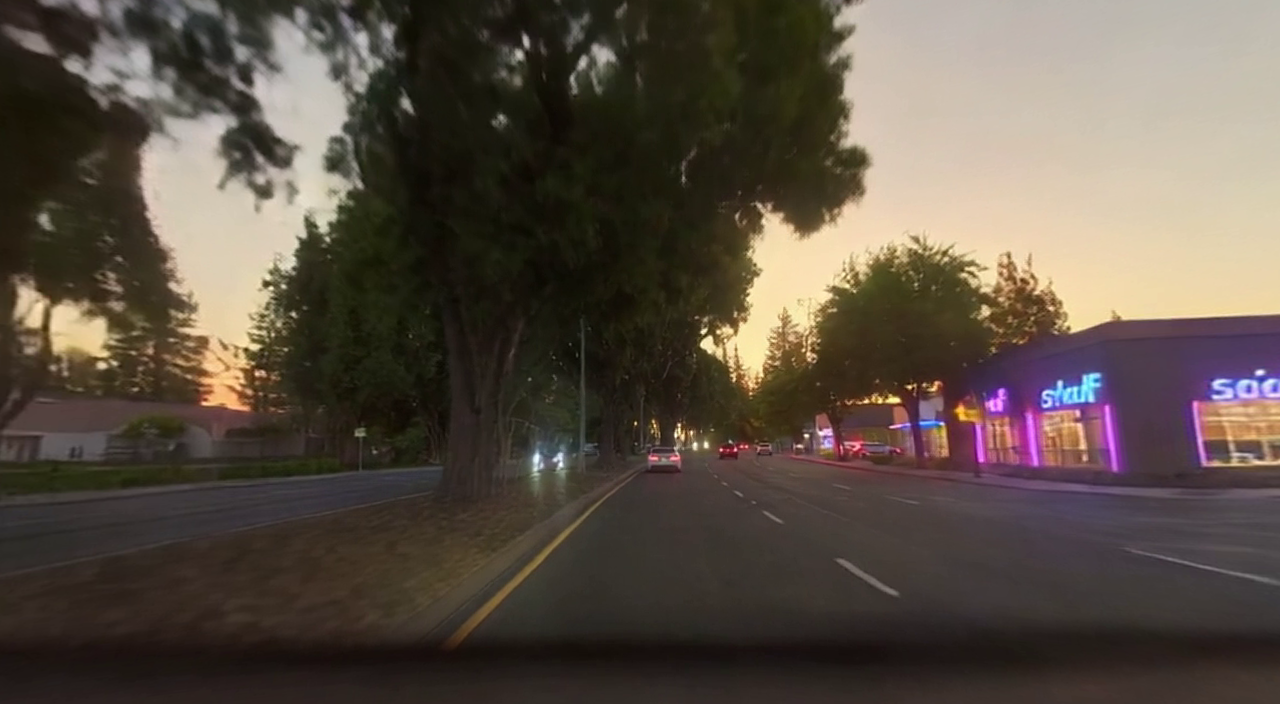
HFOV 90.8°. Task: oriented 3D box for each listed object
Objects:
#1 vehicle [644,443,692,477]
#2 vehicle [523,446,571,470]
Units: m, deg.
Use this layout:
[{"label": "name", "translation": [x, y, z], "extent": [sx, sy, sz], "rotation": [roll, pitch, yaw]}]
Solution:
[{"label": "vehicle", "translation": [1.395, 5.084, 29.953], "extent": [2.095, 1.456, 3.873], "rotation": [-1, -8, 5]}, {"label": "vehicle", "translation": [-6.090, 7.008, 42.049], "extent": [2.063, 1.483, 4.751], "rotation": [-1, -8, 5]}]
